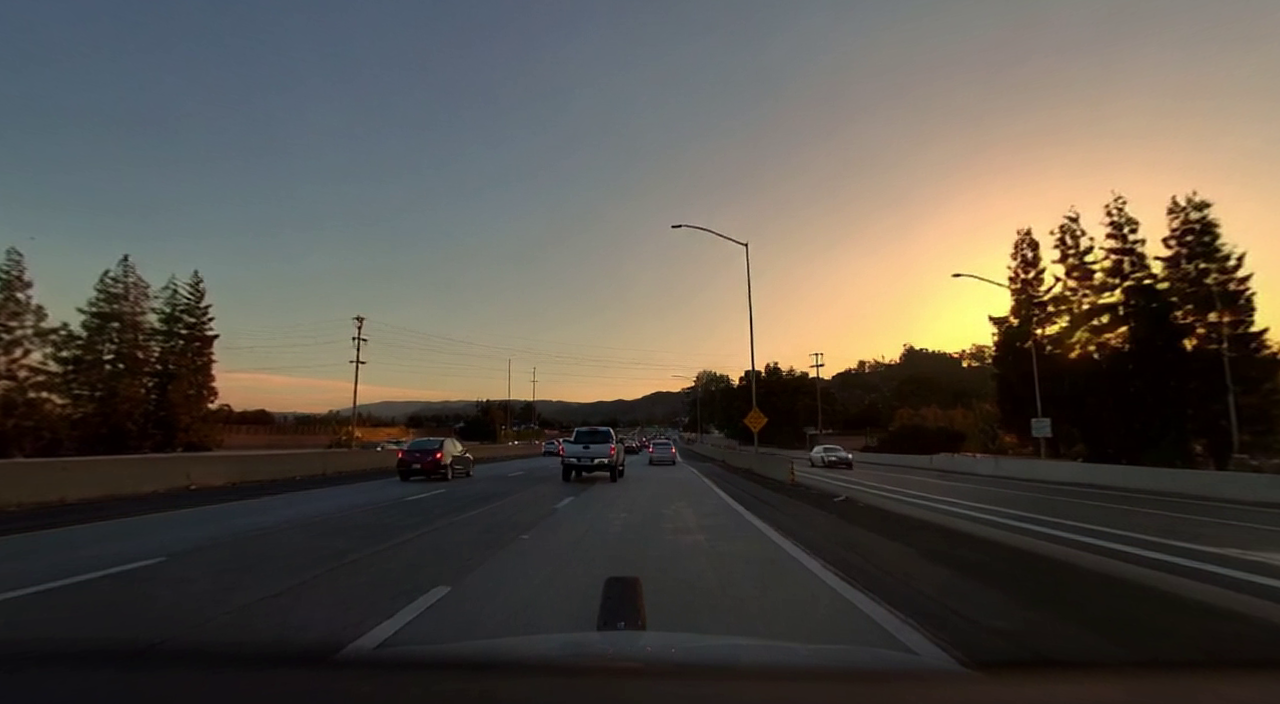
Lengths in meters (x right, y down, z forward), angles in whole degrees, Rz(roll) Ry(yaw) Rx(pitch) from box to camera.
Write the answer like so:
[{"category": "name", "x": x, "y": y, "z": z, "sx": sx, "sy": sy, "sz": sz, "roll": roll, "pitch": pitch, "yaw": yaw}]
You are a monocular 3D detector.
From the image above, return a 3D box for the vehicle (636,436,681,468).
[{"category": "vehicle", "x": 0.835, "y": 4.852, "z": 30.611, "sx": 2.013, "sy": 1.444, "sz": 4.447, "roll": 0, "pitch": -8, "yaw": 0}]

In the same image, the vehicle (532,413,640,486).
[{"category": "vehicle", "x": -1.557, "y": 3.282, "z": 21.400, "sx": 2.815, "sy": 2.092, "sz": 6.526, "roll": 0, "pitch": -8, "yaw": 3}]

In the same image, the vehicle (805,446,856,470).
[{"category": "vehicle", "x": 11.966, "y": 6.651, "z": 39.701, "sx": 1.838, "sy": 1.439, "sz": 4.471, "roll": 0, "pitch": -8, "yaw": 0}]

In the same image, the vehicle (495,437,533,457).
[{"category": "vehicle", "x": -9.785, "y": 7.432, "z": 49.017, "sx": 1.915, "sy": 1.472, "sz": 4.502, "roll": 0, "pitch": -8, "yaw": 2}]

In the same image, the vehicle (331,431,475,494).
[{"category": "vehicle", "x": -6.262, "y": 2.970, "z": 17.269, "sx": 1.964, "sy": 1.481, "sz": 4.425, "roll": -1, "pitch": -8, "yaw": 4}]
